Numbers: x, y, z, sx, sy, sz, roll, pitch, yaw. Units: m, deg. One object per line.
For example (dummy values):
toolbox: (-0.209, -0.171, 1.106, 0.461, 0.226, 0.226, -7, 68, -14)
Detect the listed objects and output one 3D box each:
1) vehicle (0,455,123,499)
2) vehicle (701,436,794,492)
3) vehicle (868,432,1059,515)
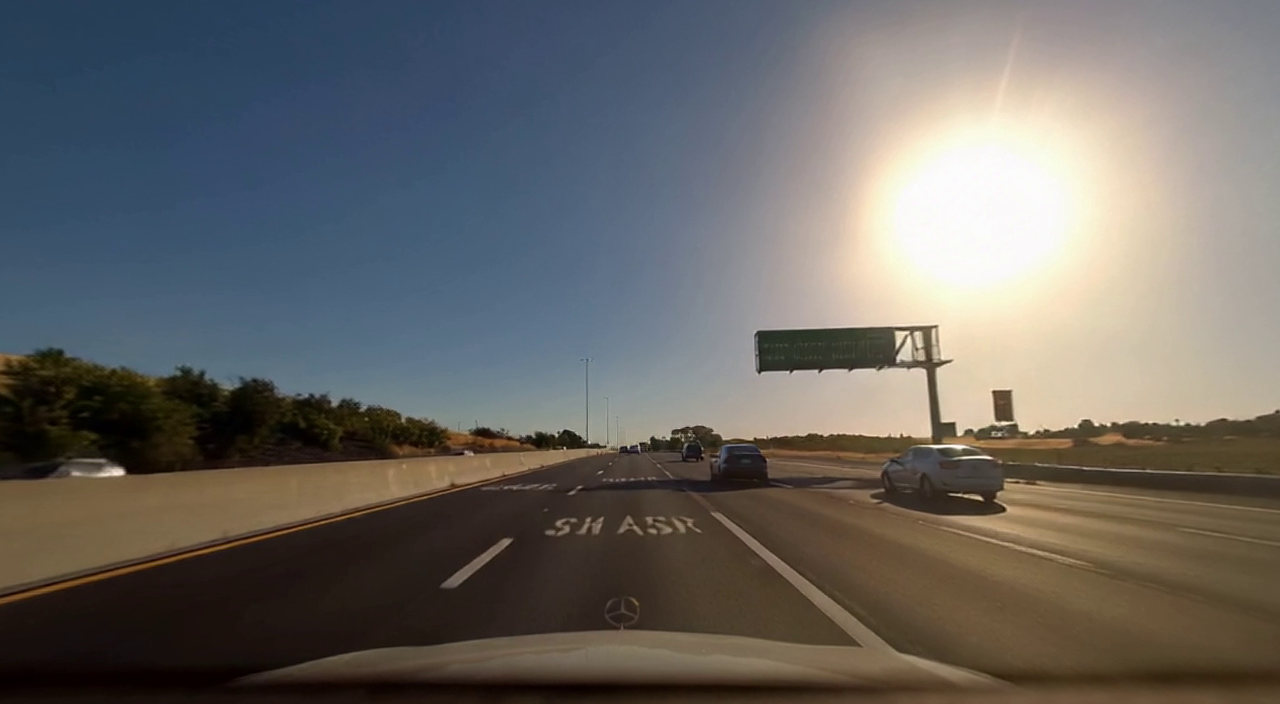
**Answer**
vehicle: (-21.674, 4.592, 23.510, 1.636, 1.418, 3.844, 0, -9, -1)
vehicle: (3.237, 3.474, 19.954, 2.056, 1.553, 4.320, 0, -9, -1)
vehicle: (6.808, 2.579, 13.870, 2.038, 1.528, 3.910, 0, -9, -1)
